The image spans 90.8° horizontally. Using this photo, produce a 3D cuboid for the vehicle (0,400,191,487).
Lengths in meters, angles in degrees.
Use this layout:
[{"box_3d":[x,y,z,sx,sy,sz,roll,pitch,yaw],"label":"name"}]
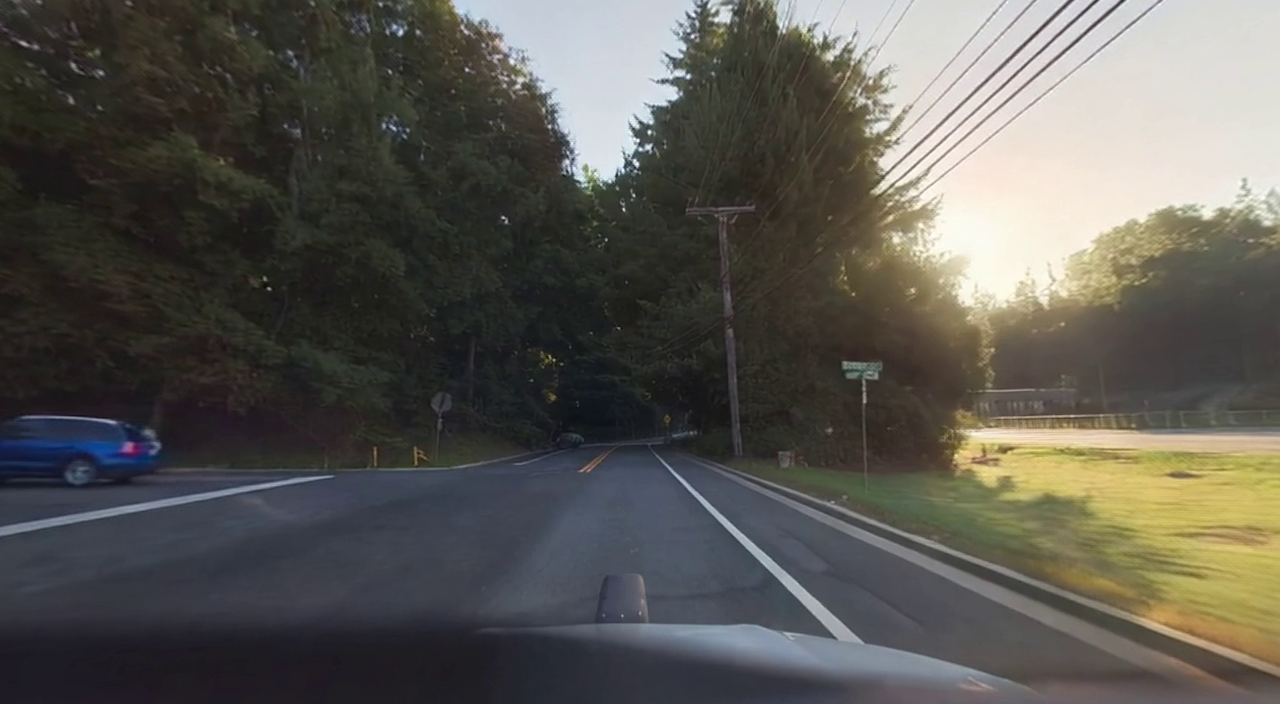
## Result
[{"box_3d":[-14.620,2.284,15.762,5.020,1.973,2.348,3,-9,-21],"label":"vehicle"}]
